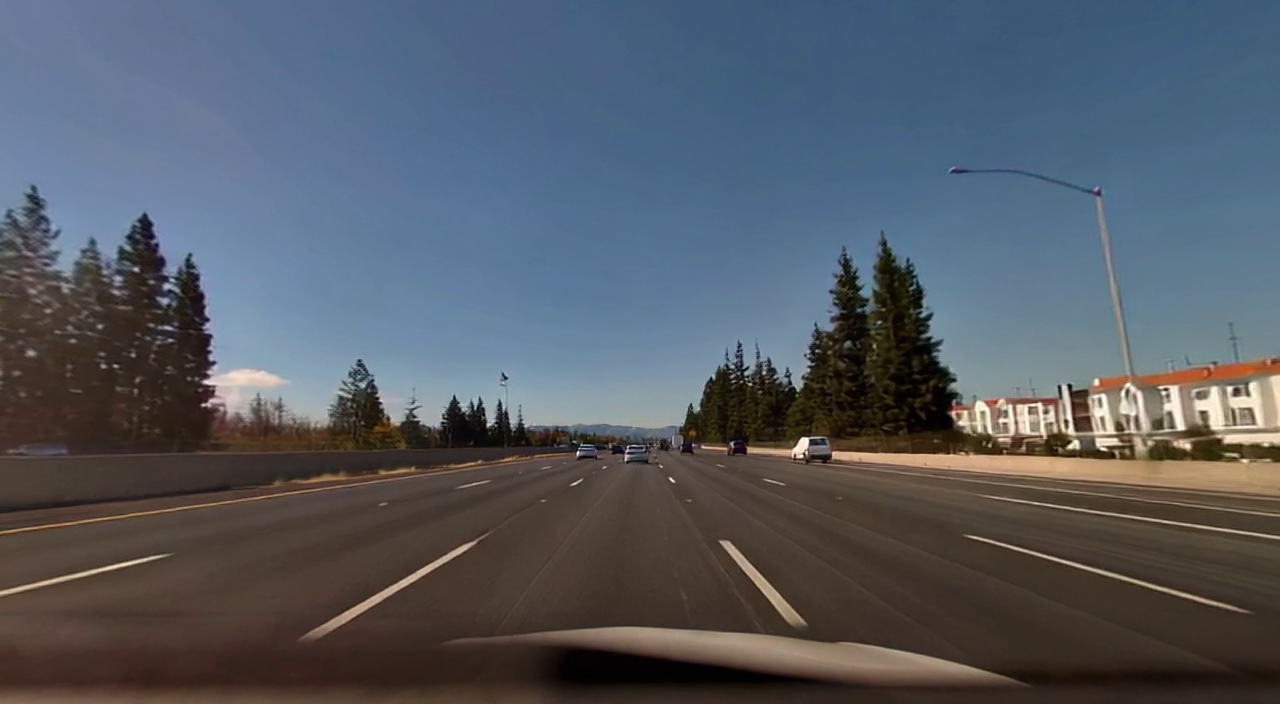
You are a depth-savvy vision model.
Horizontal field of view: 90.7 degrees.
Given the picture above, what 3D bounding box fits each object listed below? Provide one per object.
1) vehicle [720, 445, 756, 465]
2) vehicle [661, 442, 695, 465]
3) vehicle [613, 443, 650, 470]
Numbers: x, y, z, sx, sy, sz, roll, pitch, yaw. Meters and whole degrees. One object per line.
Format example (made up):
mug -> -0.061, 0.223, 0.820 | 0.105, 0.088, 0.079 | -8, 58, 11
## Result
vehicle -> 7.452, 7.861, 48.502 | 2.009, 1.419, 3.970 | 0, -9, -1
vehicle -> 2.749, 7.481, 46.662 | 2.084, 1.624, 3.935 | 0, -9, -2
vehicle -> -0.492, 6.339, 38.576 | 2.146, 1.485, 4.332 | 0, -9, 0
